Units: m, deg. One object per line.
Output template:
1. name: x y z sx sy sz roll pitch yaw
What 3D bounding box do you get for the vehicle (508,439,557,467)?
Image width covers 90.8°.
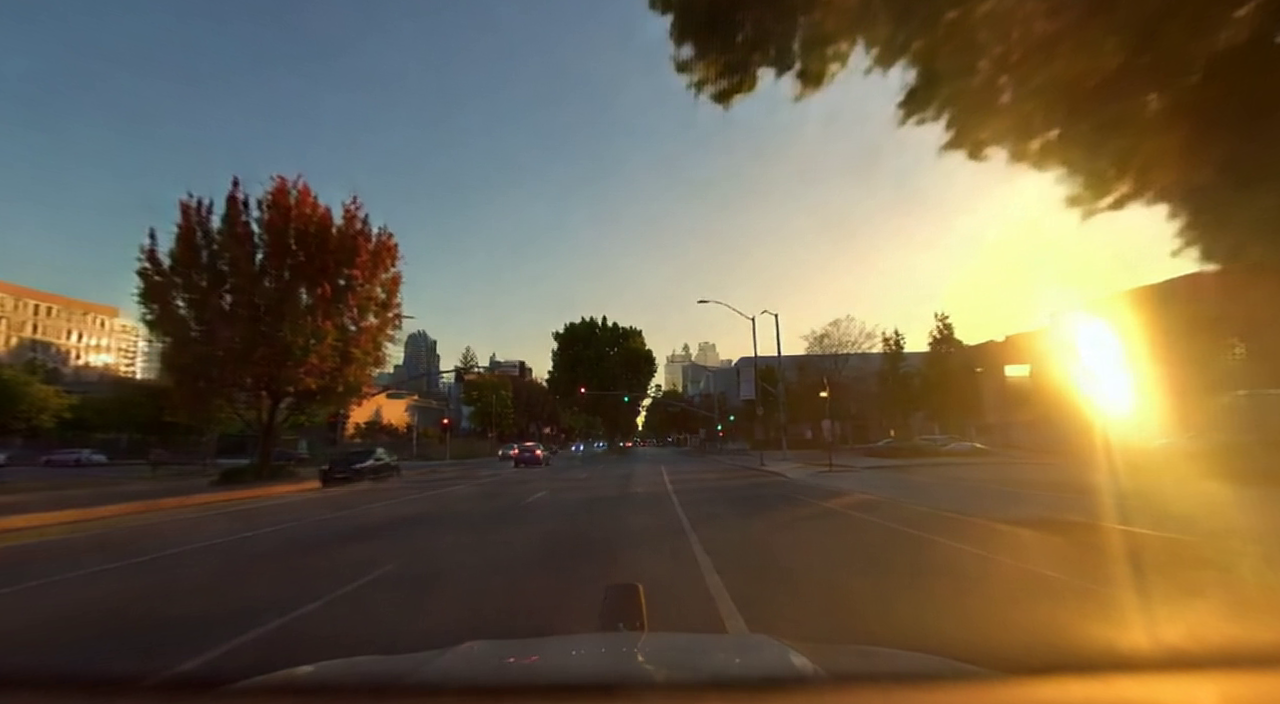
1. vehicle: -7.077 6.703 41.973 2.262 1.708 4.466 0 -9 2

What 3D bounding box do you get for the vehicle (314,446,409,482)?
1. vehicle: -11.898 4.792 27.369 1.987 1.445 4.482 0 -9 1
